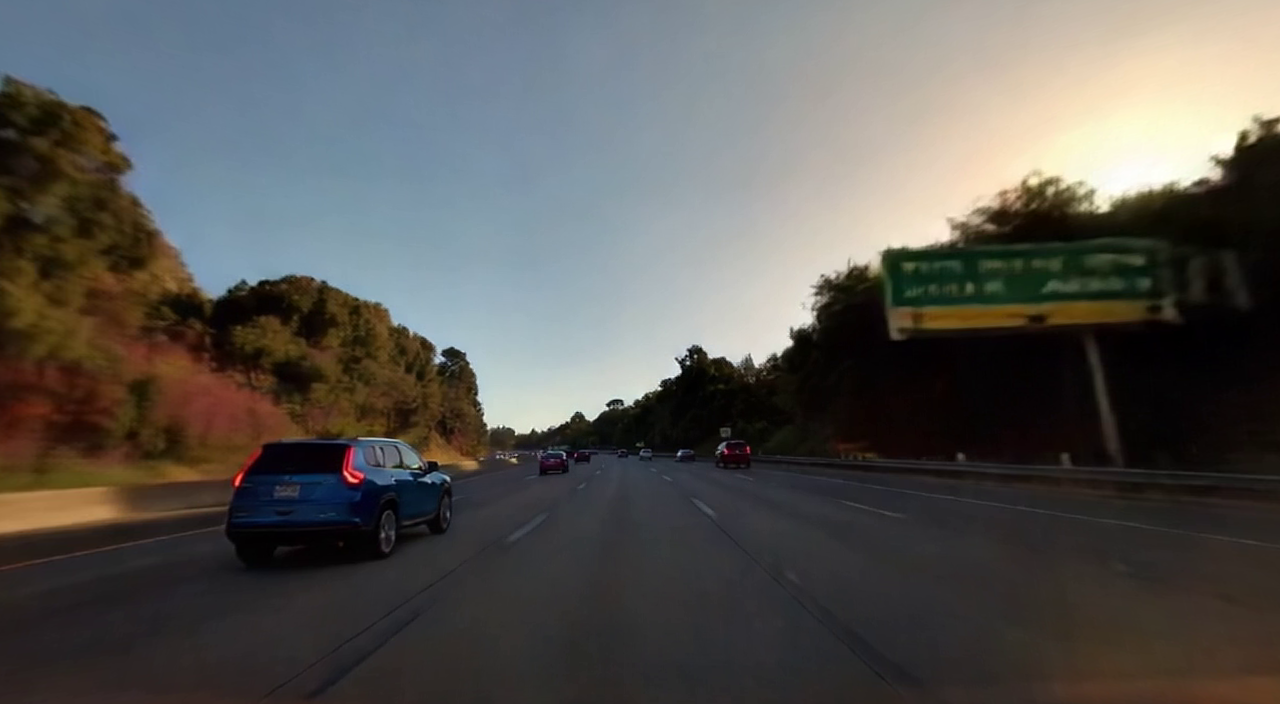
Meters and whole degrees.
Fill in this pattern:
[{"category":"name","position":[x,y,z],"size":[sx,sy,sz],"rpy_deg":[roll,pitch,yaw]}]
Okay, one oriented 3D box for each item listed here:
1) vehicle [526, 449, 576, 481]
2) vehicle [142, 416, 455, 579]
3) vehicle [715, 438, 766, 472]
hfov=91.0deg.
[{"category":"vehicle","position":[-4.473,5.760,32.375],"size":[2.009,1.488,4.289],"rpy_deg":[0,-9,-1]},{"category":"vehicle","position":[-4.336,1.913,9.029],"size":[2.079,1.745,4.281],"rpy_deg":[0,-9,0]},{"category":"vehicle","position":[6.549,6.827,41.760],"size":[2.378,2.096,5.119],"rpy_deg":[0,-9,-2]}]
